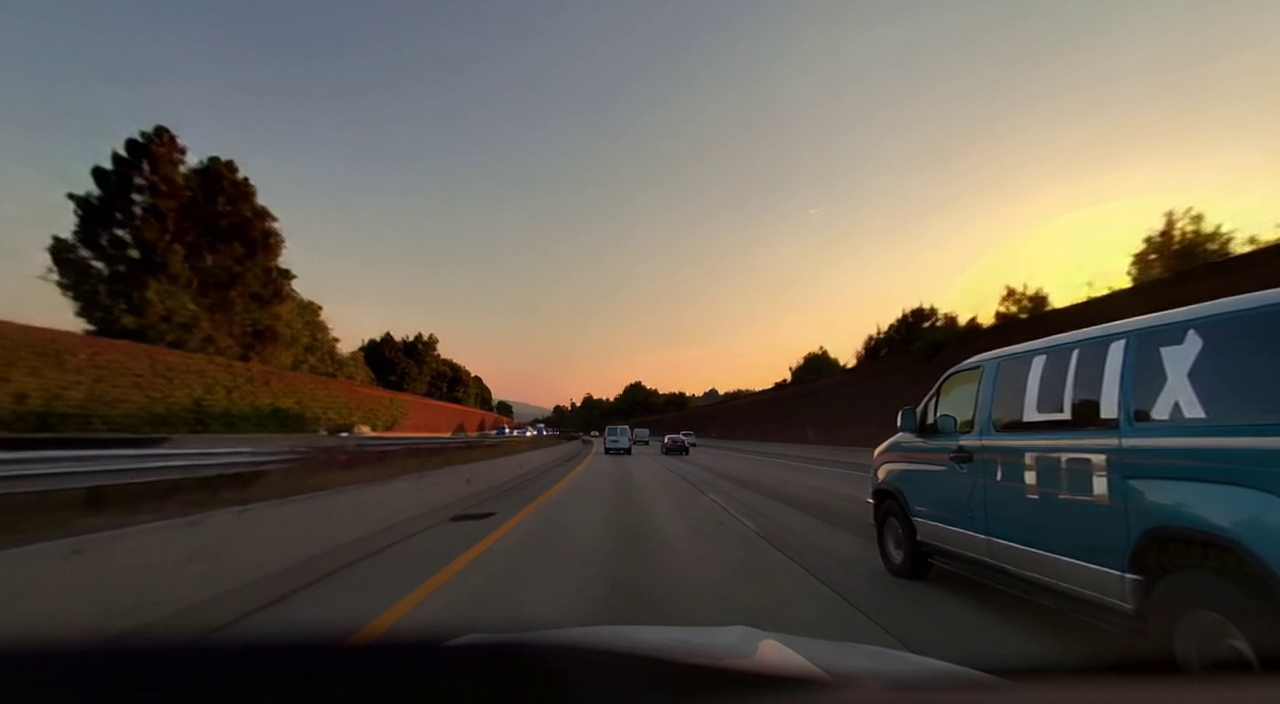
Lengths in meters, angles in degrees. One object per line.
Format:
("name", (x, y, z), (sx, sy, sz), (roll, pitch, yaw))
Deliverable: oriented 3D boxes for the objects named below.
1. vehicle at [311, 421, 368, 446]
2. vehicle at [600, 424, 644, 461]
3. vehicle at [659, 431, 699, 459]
("vehicle", (-18.683, 5.105, 39.321), (1.765, 1.493, 3.712), (0, -8, -1))
("vehicle", (-1.074, 5.303, 37.116), (2.403, 1.994, 4.683), (0, -8, -2))
("vehicle", (2.351, 5.713, 38.731), (1.996, 1.589, 3.715), (0, -8, -4))
